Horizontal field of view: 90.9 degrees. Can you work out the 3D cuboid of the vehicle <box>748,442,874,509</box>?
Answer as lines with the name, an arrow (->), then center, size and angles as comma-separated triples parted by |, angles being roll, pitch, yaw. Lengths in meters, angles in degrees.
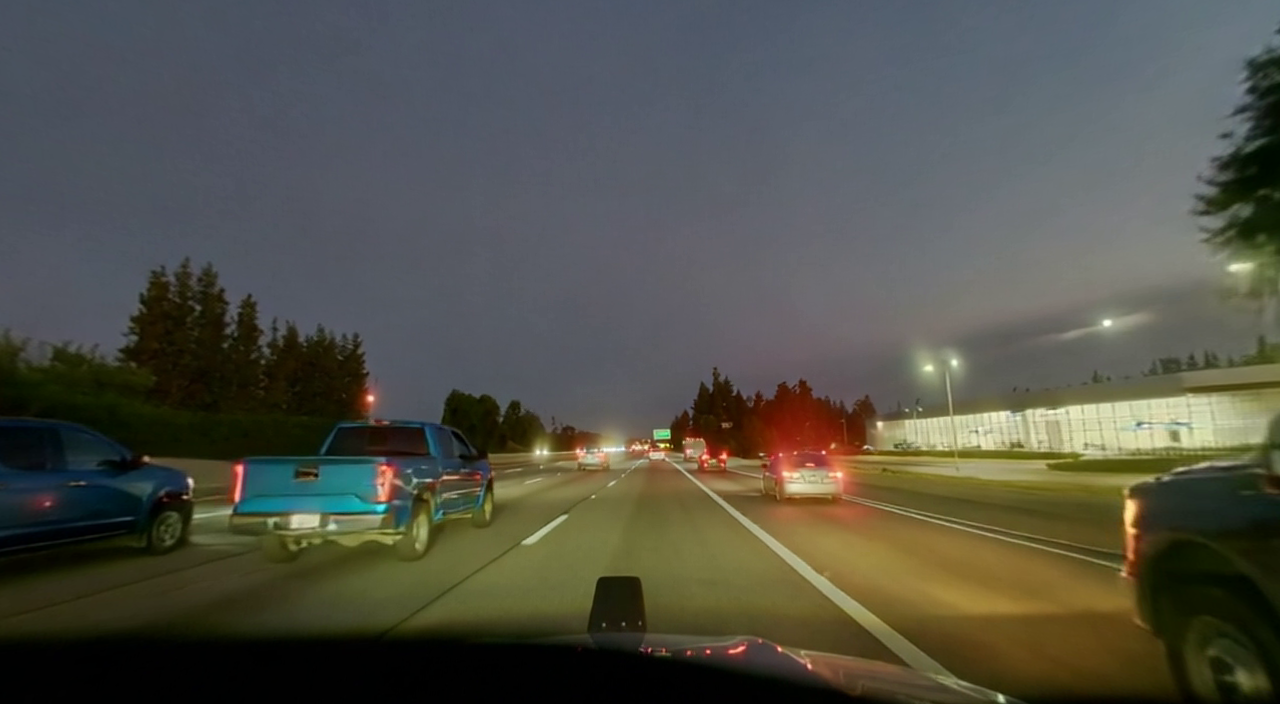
vehicle -> 4.299, 3.168, 16.733 | 2.111, 1.498, 4.466 | 0, -8, 0

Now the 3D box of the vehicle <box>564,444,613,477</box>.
vehicle -> -2.782, 5.988, 35.237 | 2.209, 1.714, 4.576 | 0, -8, 2

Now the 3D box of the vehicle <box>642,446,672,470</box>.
vehicle -> 1.218, 7.743, 46.407 | 2.080, 1.682, 4.150 | 0, -8, 1

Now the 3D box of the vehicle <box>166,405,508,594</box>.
vehicle -> -3.379, 1.742, 8.362 | 2.146, 1.775, 4.553 | 0, -8, 2

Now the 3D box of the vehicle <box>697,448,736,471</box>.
vehicle -> 5.135, 7.283, 42.876 | 2.072, 1.456, 4.537 | 0, -8, 1

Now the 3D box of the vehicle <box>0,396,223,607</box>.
vehicle -> -6.765, 1.329, 5.656 | 2.428, 1.812, 5.131 | 0, -8, 2

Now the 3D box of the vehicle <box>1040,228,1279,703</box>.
vehicle -> 3.752, 0.296, 0.170 | 3.024, 2.092, 6.797 | 0, -8, 2
